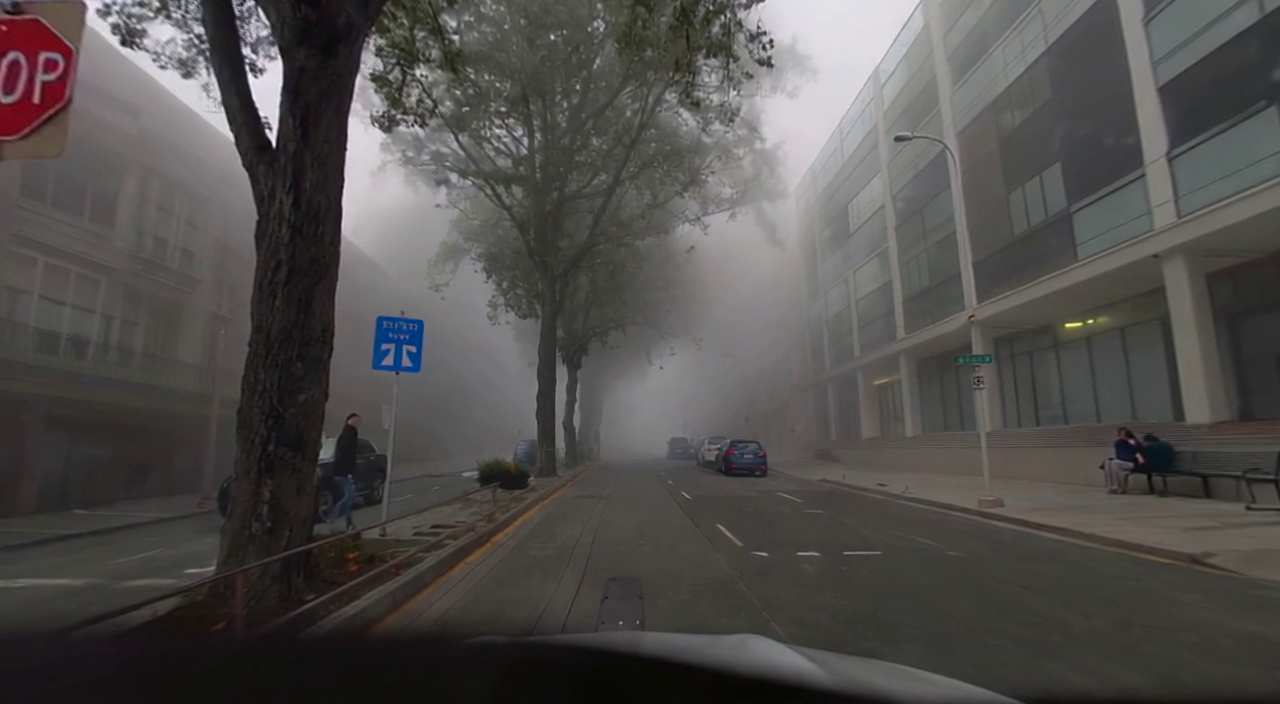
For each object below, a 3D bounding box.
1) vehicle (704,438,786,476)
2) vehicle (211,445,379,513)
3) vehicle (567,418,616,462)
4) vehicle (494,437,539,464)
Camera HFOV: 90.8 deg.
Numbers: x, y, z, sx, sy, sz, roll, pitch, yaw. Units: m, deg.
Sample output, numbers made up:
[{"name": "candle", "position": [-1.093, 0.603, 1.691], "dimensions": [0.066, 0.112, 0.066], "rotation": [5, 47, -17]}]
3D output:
[{"name": "vehicle", "position": [4.575, 4.458, 27.124], "dimensions": [1.858, 1.491, 4.329], "rotation": [-5, -10, 33]}, {"name": "vehicle", "position": [-8.795, 3.228, 16.644], "dimensions": [2.007, 1.503, 4.343], "rotation": [0, -8, -1]}, {"name": "vehicle", "position": [-2.980, 5.594, 40.186], "dimensions": [2.317, 2.596, 6.053], "rotation": [0, -8, 3]}, {"name": "vehicle", "position": [-8.843, 7.096, 45.787], "dimensions": [2.256, 1.802, 4.333], "rotation": [0, -8, 2]}]
